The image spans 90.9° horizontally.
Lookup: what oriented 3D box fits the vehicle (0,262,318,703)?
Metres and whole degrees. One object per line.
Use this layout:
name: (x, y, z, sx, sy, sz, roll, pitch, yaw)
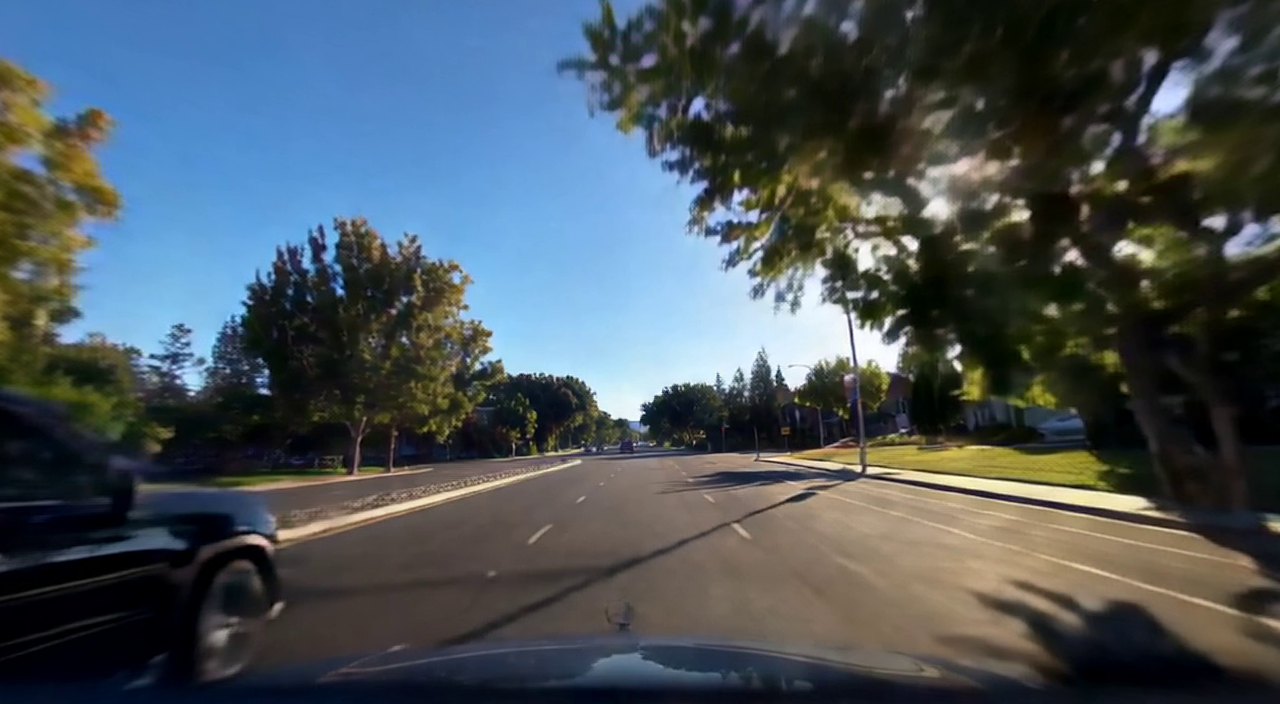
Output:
vehicle: (-3.135, 0.571, 1.448, 2.179, 1.851, 4.756, 0, -8, 1)
